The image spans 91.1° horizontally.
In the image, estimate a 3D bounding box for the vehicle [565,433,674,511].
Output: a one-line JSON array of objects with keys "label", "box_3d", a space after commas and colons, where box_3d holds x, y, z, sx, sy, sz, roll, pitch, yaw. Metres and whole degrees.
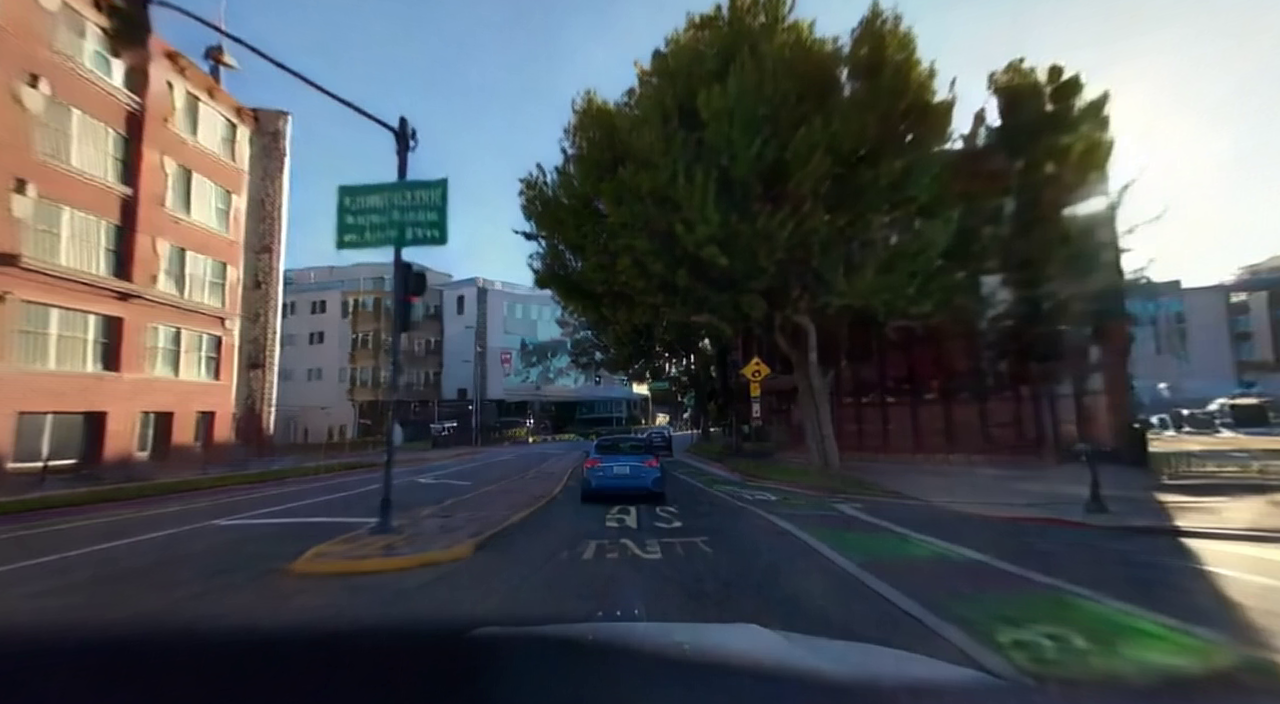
[{"label": "vehicle", "box_3d": [-0.612, 2.466, 13.581, 1.950, 1.401, 4.159, 1, -8, -7]}]
